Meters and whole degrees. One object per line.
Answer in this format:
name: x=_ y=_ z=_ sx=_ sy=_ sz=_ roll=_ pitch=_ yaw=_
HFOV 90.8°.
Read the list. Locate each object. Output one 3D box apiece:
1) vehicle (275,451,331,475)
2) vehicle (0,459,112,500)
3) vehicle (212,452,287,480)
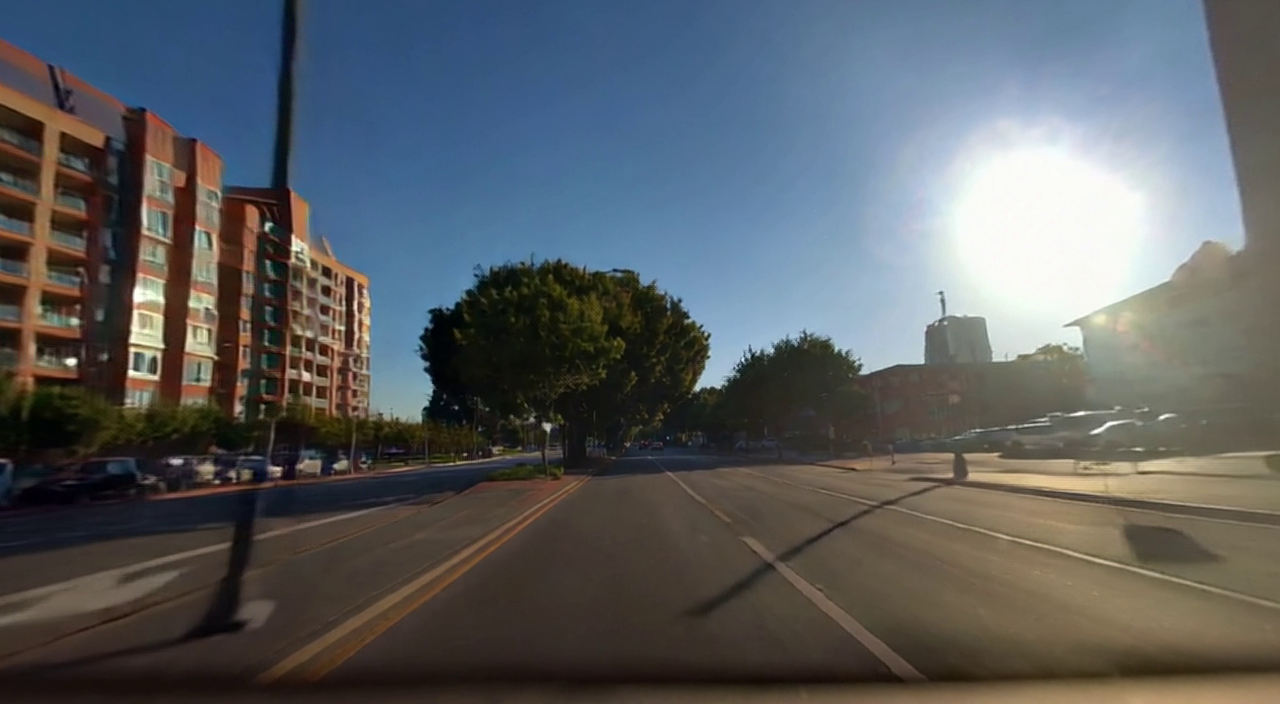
vehicle: x=-25.476 y=8.377 z=47.938 sx=1.979 sy=1.652 sz=4.678 roll=0 pitch=-8 yaw=-5
vehicle: x=-26.052 y=5.596 z=27.752 sx=3.950 sy=1.481 sz=1.959 roll=1 pitch=-8 yaw=-26
vehicle: x=-25.965 y=7.546 z=42.192 sx=1.911 sy=1.706 sz=4.327 roll=-1 pitch=-8 yaw=6
